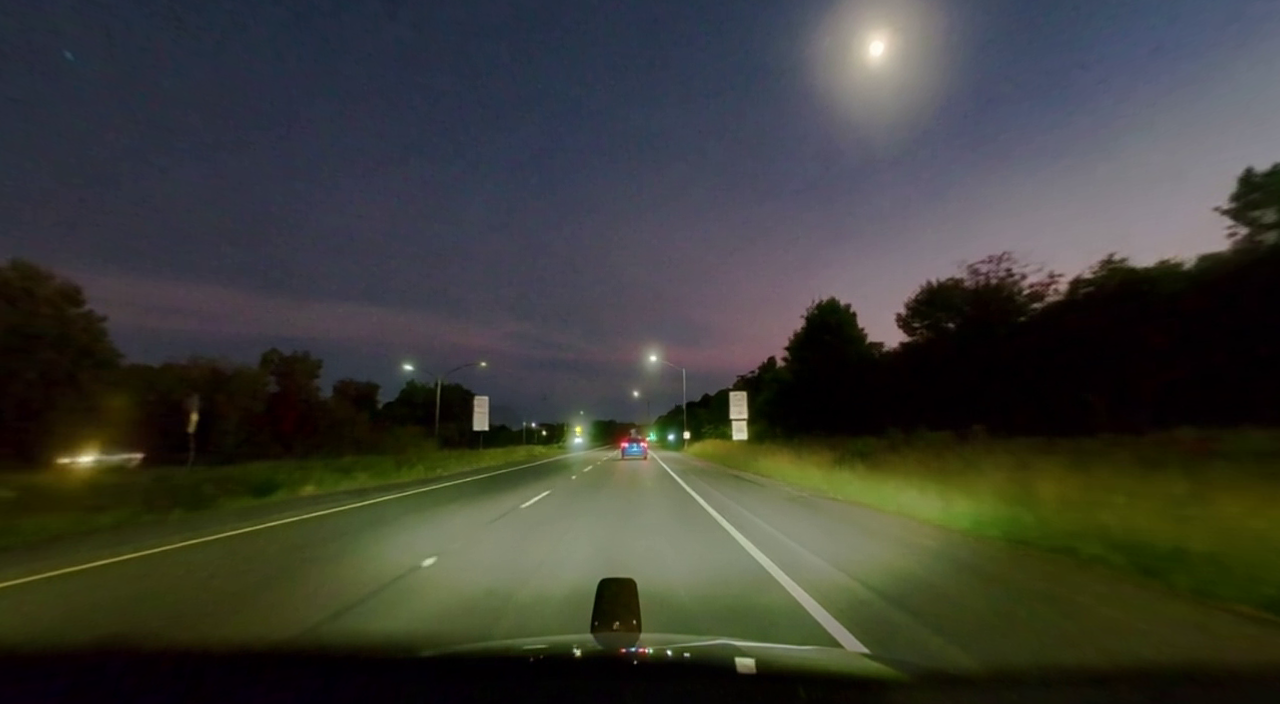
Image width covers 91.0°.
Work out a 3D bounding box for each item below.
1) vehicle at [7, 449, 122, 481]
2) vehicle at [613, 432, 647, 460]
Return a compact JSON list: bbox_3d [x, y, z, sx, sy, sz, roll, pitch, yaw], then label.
[{"bbox_3d":[-30.153,5.906,33.195,1.799,1.450,4.560,0,-8,-1],"label":"vehicle"},{"bbox_3d":[-0.650,6.317,42.454,2.180,1.717,4.139,0,-8,-1],"label":"vehicle"}]
